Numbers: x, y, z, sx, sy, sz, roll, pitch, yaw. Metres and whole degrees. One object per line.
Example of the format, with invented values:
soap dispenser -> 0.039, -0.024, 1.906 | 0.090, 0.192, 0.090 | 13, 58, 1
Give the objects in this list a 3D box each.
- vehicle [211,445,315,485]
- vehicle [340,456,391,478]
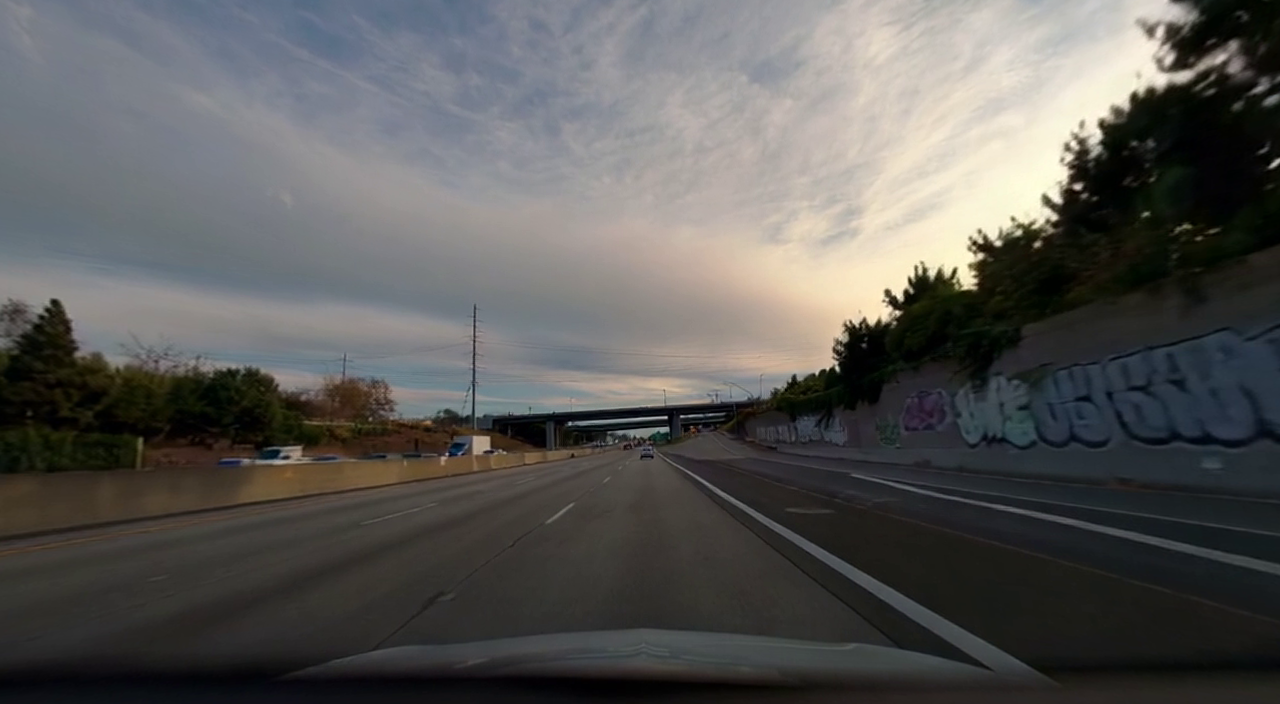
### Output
vehicle -> -24.331, 7.312, 41.143 | 2.557, 2.321, 6.654 | -1, -9, 1
vehicle -> -20.420, 8.553, 47.048 | 1.770, 1.473, 4.573 | -1, -9, 0
